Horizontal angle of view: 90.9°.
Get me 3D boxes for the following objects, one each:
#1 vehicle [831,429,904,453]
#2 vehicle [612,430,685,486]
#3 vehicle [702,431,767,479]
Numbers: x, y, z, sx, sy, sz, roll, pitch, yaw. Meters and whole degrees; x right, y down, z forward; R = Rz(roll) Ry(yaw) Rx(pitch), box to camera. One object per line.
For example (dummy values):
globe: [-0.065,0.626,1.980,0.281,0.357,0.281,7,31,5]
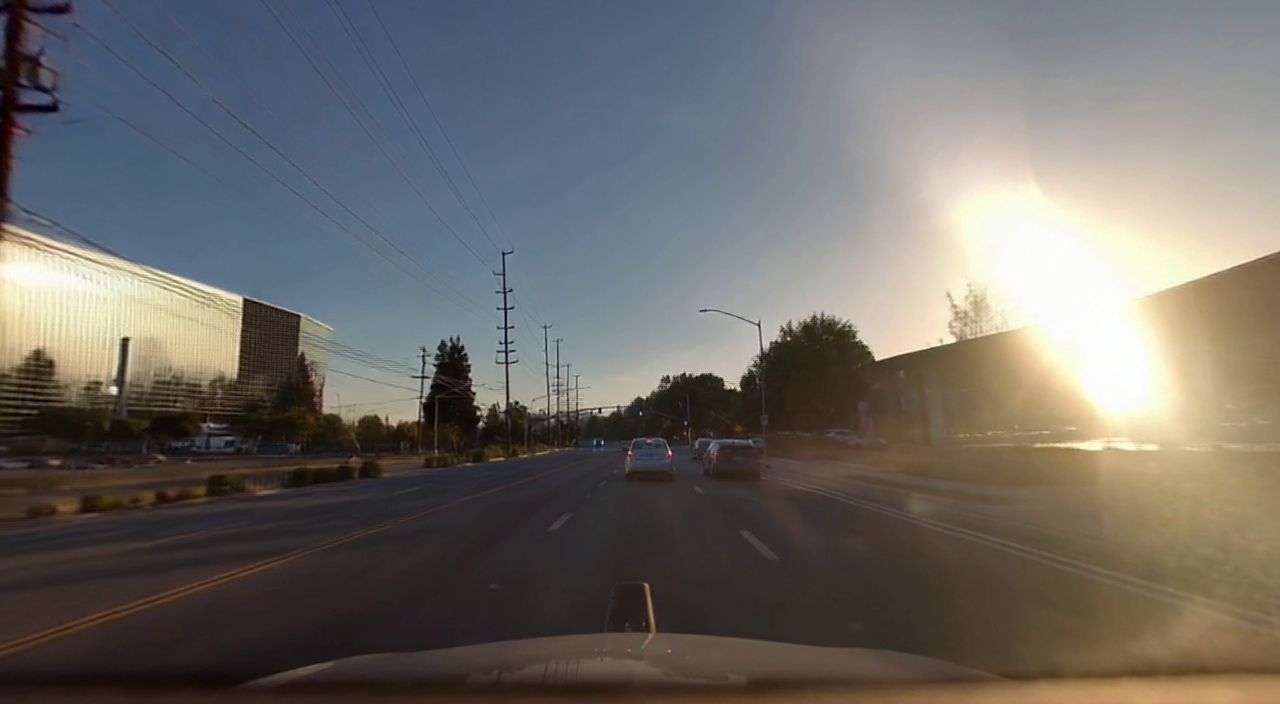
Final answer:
vehicle: [15.987,6.297,44.522,4.366,1.701,1.965,0,-8,0]
vehicle: [0.273,3.509,21.157,2.200,1.653,4.127,0,-8,0]
vehicle: [3.594,4.002,24.697,1.914,1.698,4.049,0,-8,0]
